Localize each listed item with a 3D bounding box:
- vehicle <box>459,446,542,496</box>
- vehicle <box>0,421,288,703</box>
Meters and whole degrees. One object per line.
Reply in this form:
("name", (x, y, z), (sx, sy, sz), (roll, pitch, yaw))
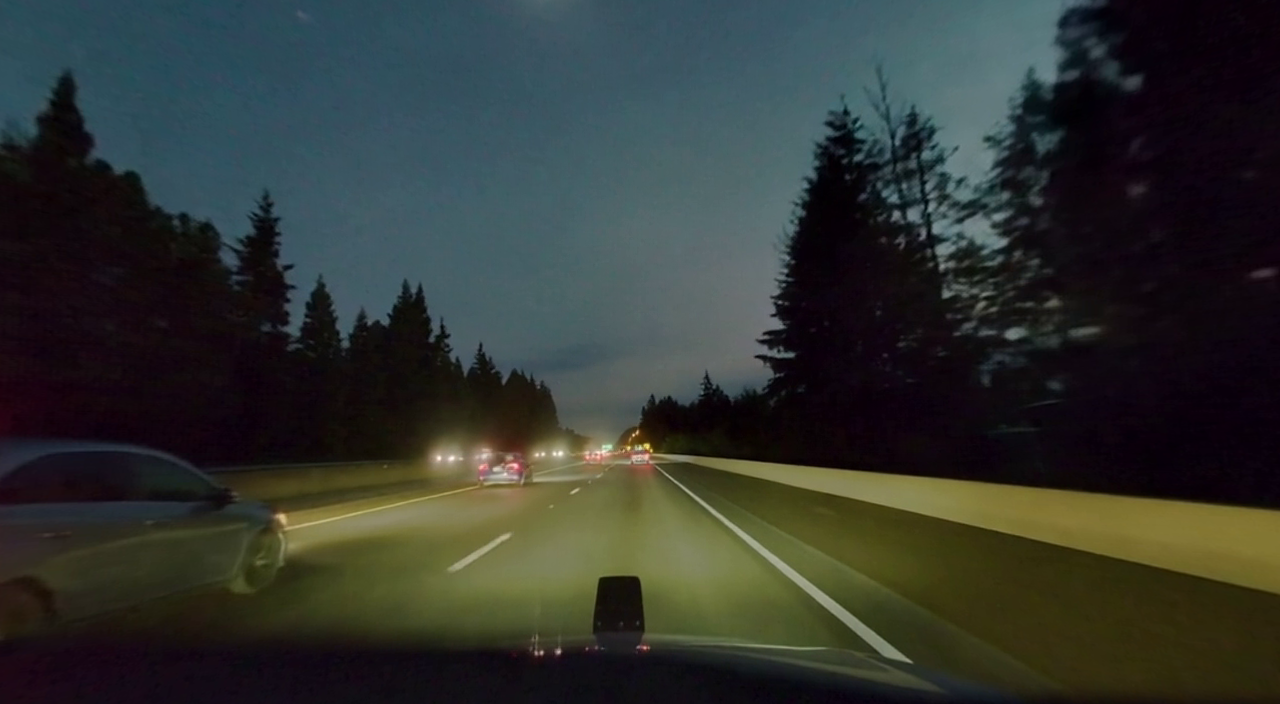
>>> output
("vehicle", (-4.607, 3.974, 21.504), (1.838, 1.508, 4.317), (0, -9, 0))
("vehicle", (-4.049, 1.160, 3.550), (1.897, 1.481, 3.859), (0, -9, 0))
